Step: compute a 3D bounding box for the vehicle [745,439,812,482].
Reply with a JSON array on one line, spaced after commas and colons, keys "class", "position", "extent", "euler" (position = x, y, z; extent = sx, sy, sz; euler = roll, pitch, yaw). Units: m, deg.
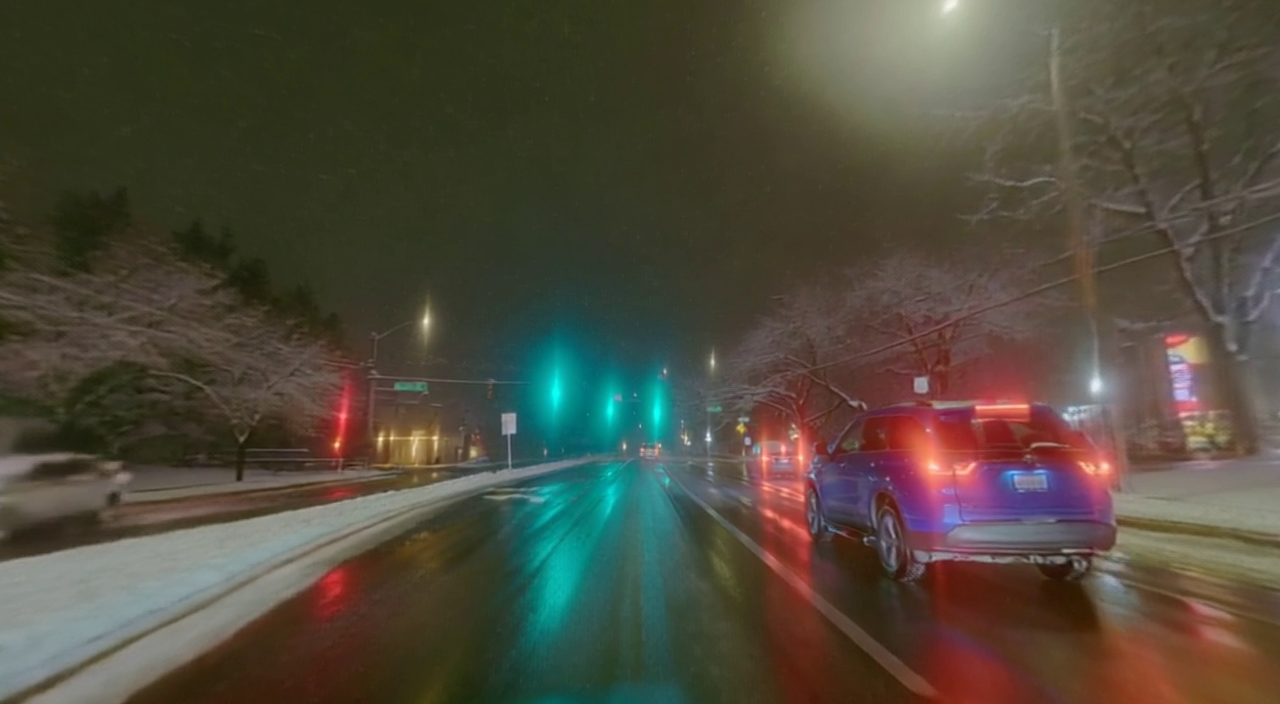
[{"class": "vehicle", "position": [6.391, 5.057, 29.698], "extent": [2.085, 1.828, 5.383], "euler": [0, -9, 2]}]

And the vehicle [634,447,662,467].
[{"class": "vehicle", "position": [0.646, 8.062, 48.665], "extent": [2.131, 1.474, 4.146], "euler": [0, -8, 2]}]

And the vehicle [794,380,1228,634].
[{"class": "vehicle", "position": [3.292, 1.470, 6.920], "extent": [2.033, 1.865, 4.360], "euler": [0, -9, -1]}]

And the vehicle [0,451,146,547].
[{"class": "vehicle", "position": [-11.362, 2.473, 10.728], "extent": [1.955, 1.507, 4.750], "euler": [0, -8, 1]}]
